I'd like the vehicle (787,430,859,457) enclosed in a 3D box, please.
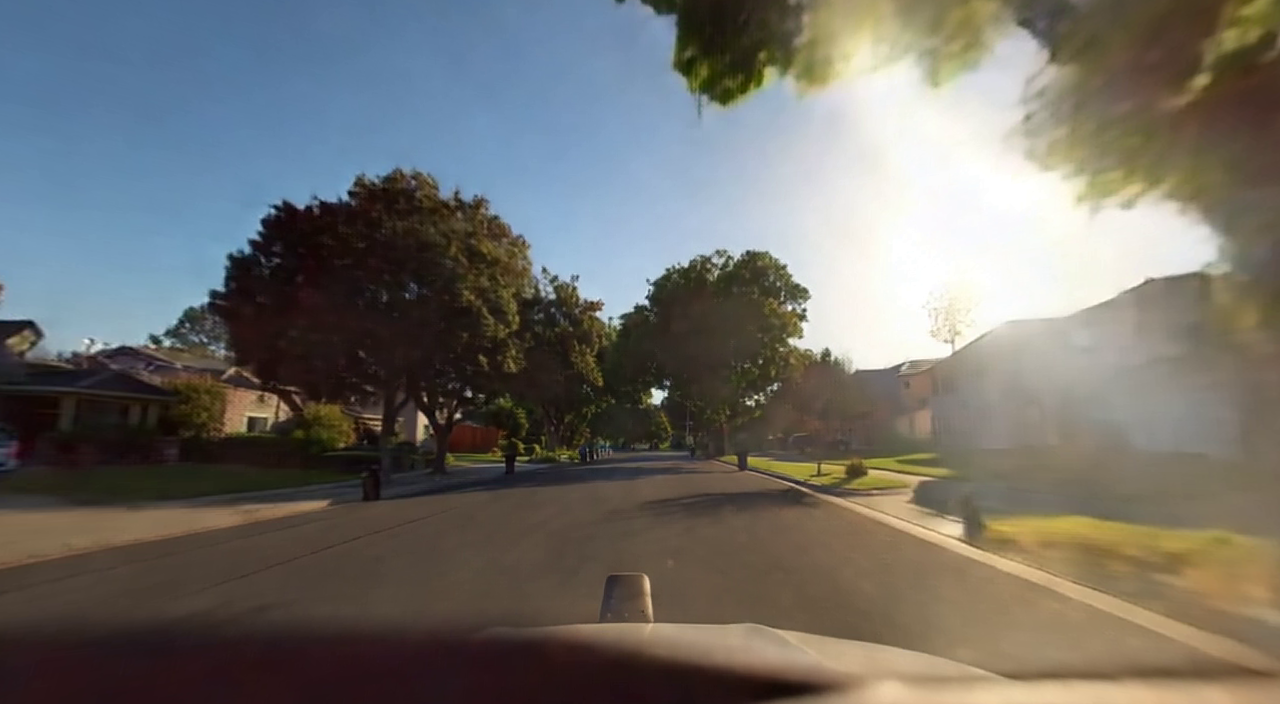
[{"bbox_3d":[13.312,6.714,46.077,4.581,1.853,2.024,2,-8,-6],"label":"vehicle"}]
